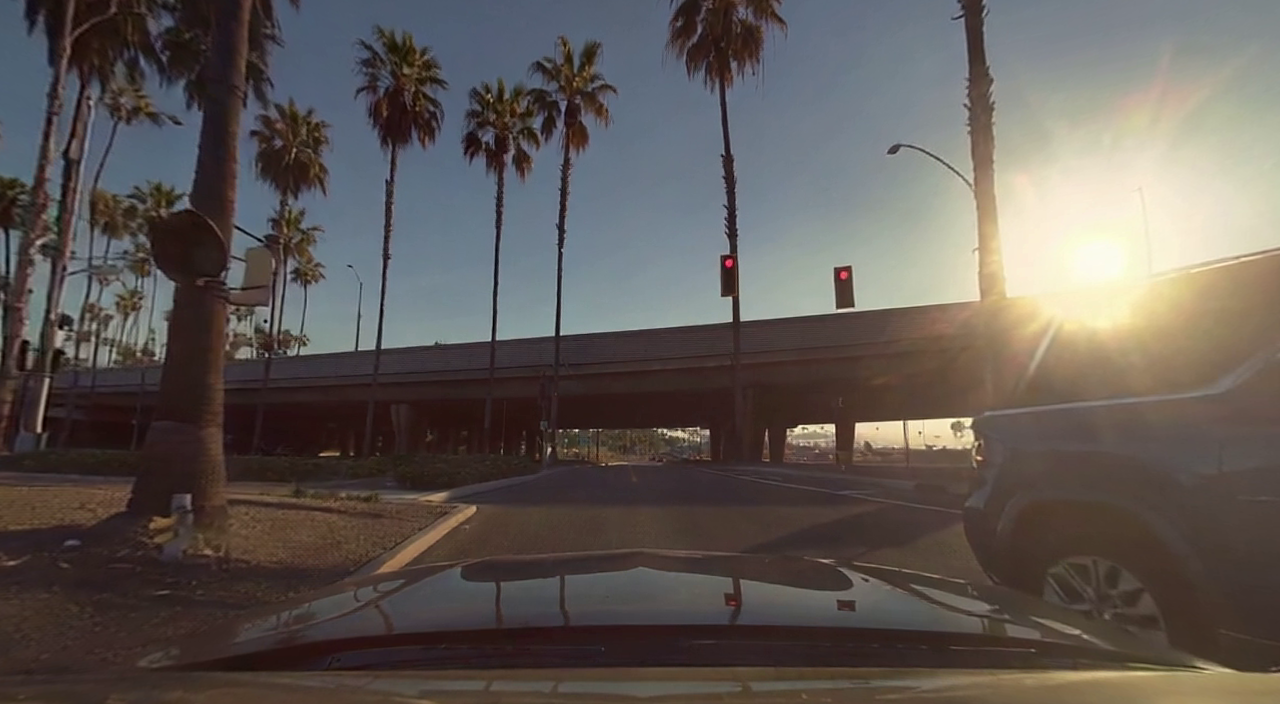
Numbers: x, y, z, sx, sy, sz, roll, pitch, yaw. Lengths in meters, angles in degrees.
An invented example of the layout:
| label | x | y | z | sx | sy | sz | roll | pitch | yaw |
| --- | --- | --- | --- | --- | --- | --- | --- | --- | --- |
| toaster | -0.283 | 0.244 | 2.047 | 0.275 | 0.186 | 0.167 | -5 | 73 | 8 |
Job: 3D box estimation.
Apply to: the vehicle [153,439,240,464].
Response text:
| label | x | y | z | sx | sy | sz | roll | pitch | yaw |
| --- | --- | --- | --- | --- | --- | --- | --- | --- | --- |
| vehicle | -26.535 | 5.974 | 37.851 | 1.830 | 1.443 | 4.551 | 0 | -9 | 2 |

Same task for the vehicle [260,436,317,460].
| label | x | y | z | sx | sy | sz | roll | pitch | yaw |
| --- | --- | --- | --- | --- | --- | --- | --- | --- | --- |
| vehicle | -26.238 | 7.187 | 47.122 | 1.941 | 1.631 | 4.017 | 0 | -9 | 0 |

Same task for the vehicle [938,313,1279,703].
| label | x | y | z | sx | sy | sz | roll | pitch | yaw |
| --- | --- | --- | --- | --- | --- | --- | --- | --- | --- |
| vehicle | 3.450 | 0.792 | 2.698 | 2.028 | 1.770 | 4.737 | 0 | -9 | 0 |
